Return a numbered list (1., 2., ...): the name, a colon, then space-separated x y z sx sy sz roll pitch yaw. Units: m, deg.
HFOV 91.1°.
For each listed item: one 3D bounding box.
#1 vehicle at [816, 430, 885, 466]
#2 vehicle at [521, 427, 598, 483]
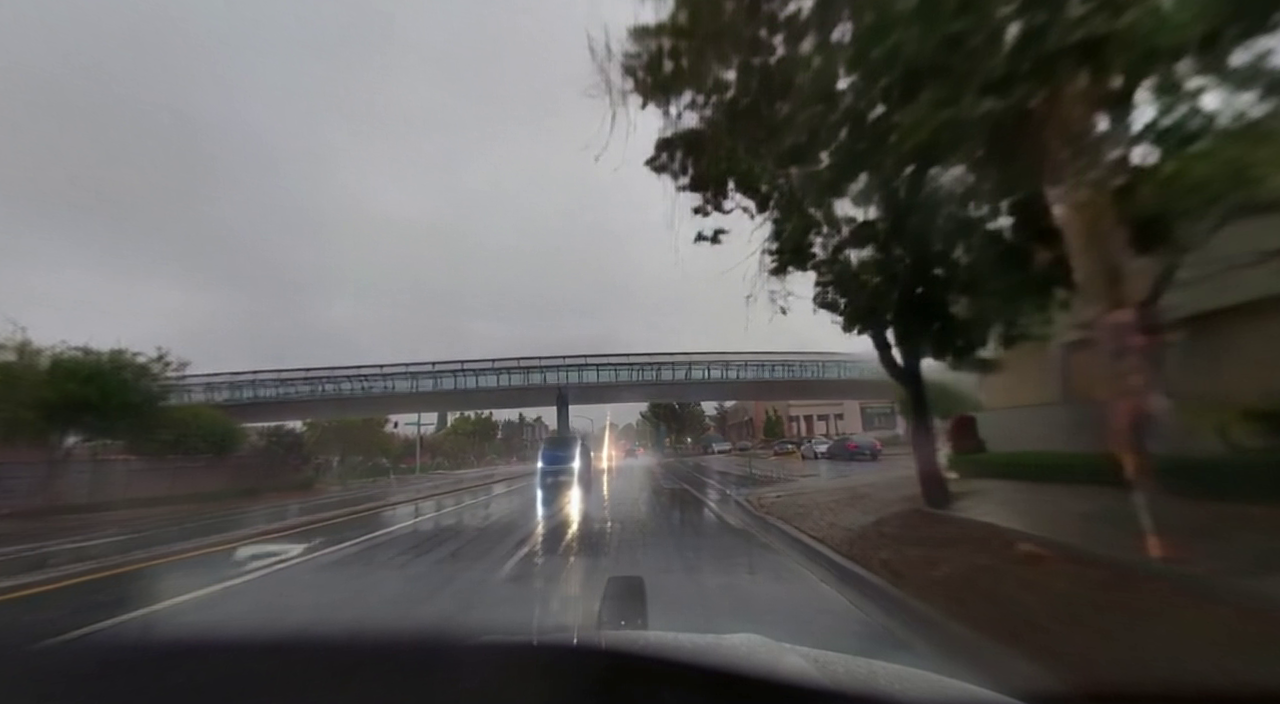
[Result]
1. vehicle: 11.307 5.192 34.072 2.051 1.534 4.466 -8 -8 -1
2. vehicle: -3.918 5.203 32.015 2.967 2.369 6.635 -3 -8 0
